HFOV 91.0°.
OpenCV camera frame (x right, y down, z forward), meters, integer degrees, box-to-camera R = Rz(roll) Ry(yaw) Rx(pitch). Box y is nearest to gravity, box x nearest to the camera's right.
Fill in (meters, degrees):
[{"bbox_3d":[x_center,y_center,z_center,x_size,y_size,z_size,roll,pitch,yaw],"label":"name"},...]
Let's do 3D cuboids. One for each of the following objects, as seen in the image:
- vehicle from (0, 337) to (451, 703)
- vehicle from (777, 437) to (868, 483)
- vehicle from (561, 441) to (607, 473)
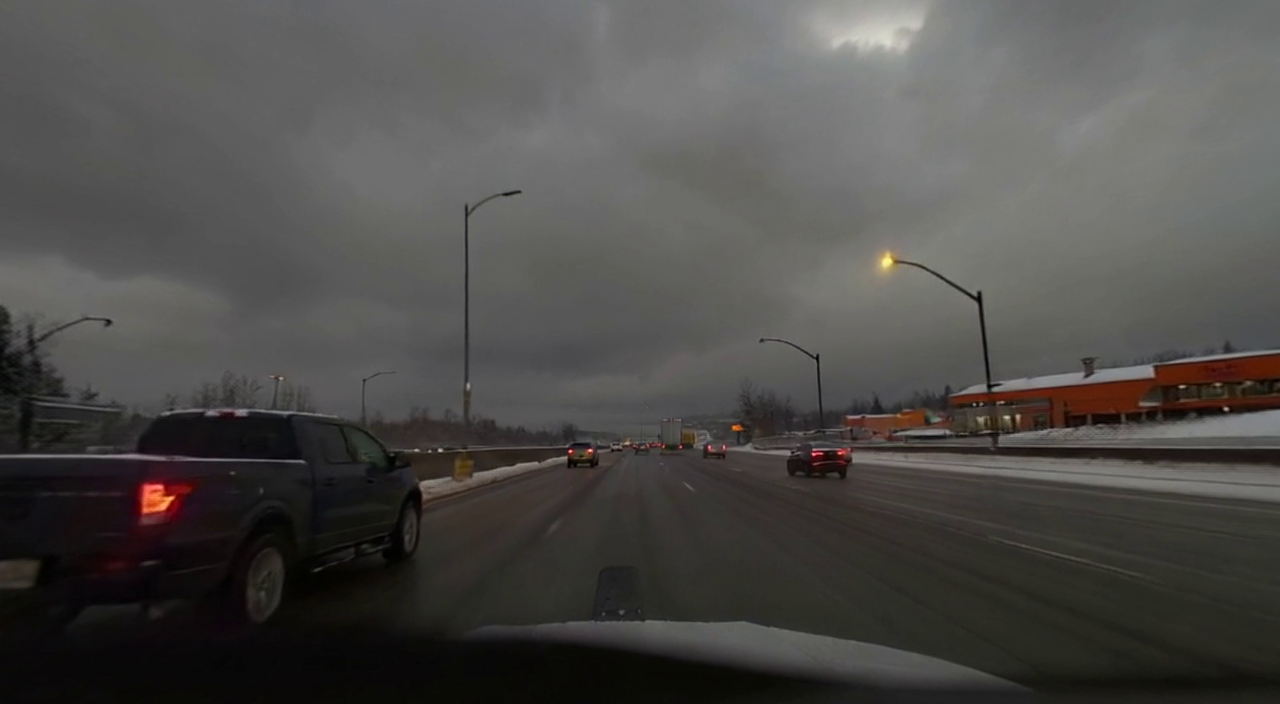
[{"bbox_3d":[-3.349,1.163,5.060,2.130,1.799,4.583,0,-9,1],"label":"vehicle"},{"bbox_3d":[6.559,3.932,23.176,1.980,1.501,4.433,0,-8,-1],"label":"vehicle"},{"bbox_3d":[-2.782,5.310,32.006,1.929,1.521,4.097,0,-9,0],"label":"vehicle"}]
